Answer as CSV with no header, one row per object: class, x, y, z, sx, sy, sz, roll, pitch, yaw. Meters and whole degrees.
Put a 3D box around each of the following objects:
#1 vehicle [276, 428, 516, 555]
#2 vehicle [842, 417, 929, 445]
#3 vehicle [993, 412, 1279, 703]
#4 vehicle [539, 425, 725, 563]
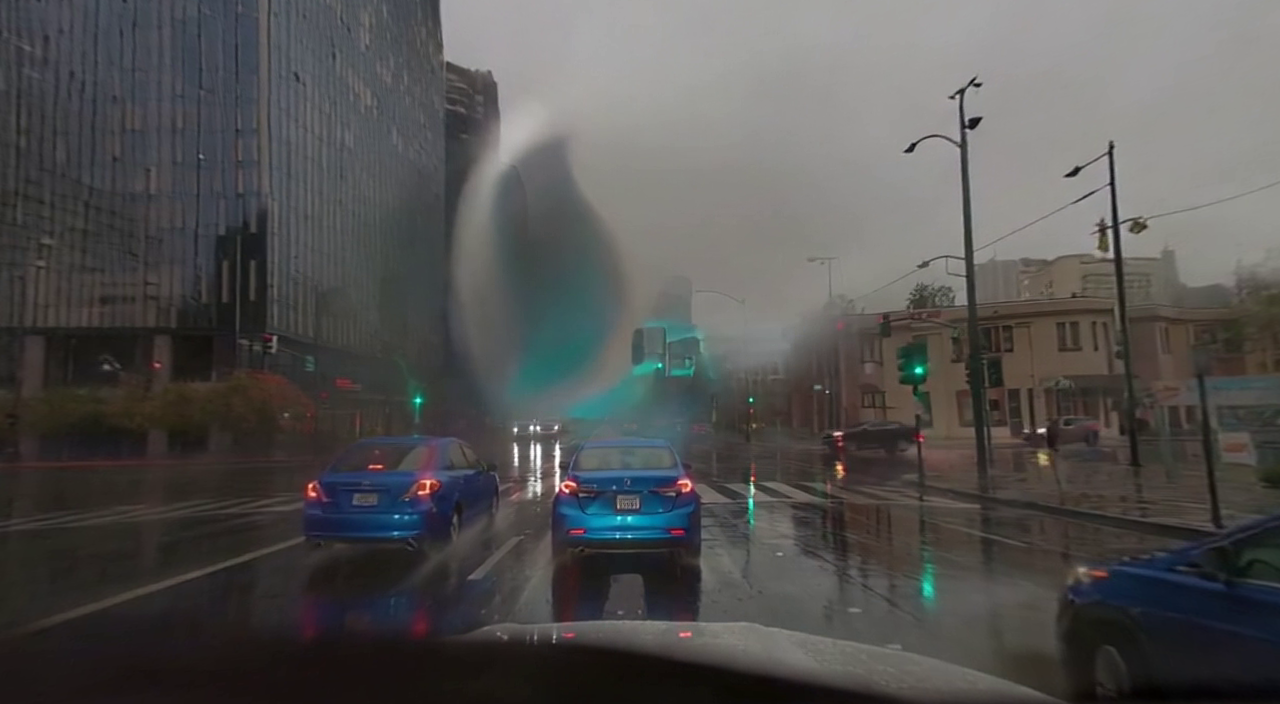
vehicle,-3.328,1.986,9.814,1.995,1.479,4.627,0,-8,-2
vehicle,17.195,5.621,44.479,5.201,1.894,2.178,1,-8,-5
vehicle,3.048,0.835,1.481,1.915,1.434,4.175,0,-8,-2
vehicle,-0.154,1.826,8.842,2.016,1.478,3.795,0,-8,-2
